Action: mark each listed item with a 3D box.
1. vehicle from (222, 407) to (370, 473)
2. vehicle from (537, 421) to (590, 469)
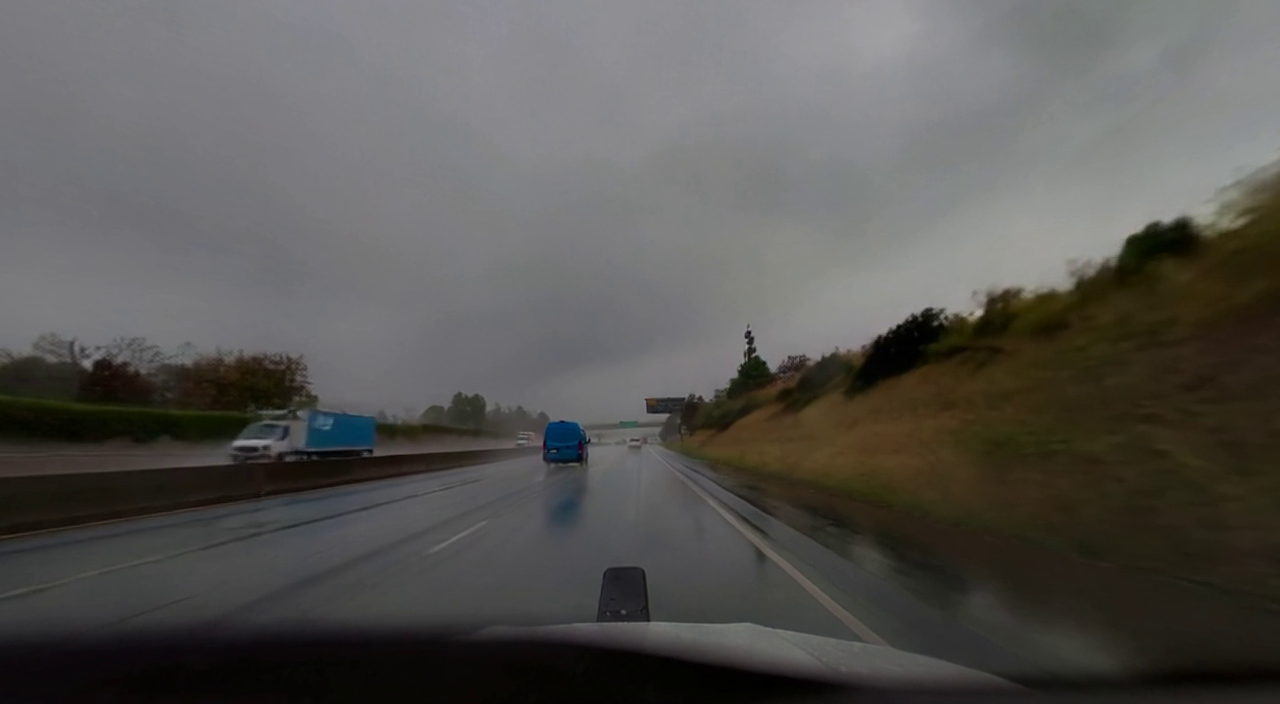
[{"bbox_3d":[-24.072,6.393,45.547,2.914,4.020,14.107,0,-8,0],"label":"vehicle"},{"bbox_3d":[-4.180,5.222,35.413,2.329,2.483,5.428,0,-8,0],"label":"vehicle"}]
